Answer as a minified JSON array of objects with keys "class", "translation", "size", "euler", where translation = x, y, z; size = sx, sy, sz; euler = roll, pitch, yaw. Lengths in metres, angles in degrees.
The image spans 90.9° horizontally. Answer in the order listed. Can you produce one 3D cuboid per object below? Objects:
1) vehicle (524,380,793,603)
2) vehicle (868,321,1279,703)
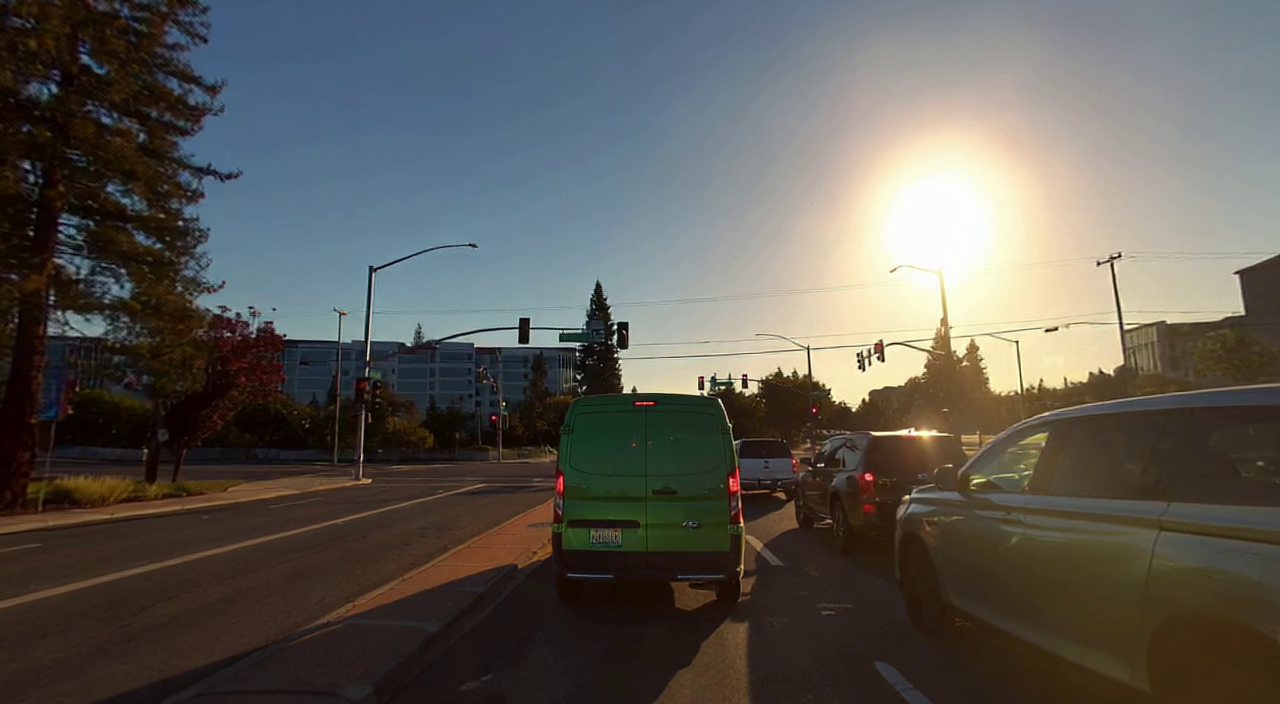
[{"class":"vehicle","translation":[0.168,1.464,7.428],"size":[2.185,1.822,4.391],"euler":[0,-8,1]},{"class":"vehicle","translation":[2.901,0.946,3.180],"size":[1.971,1.663,4.287],"euler":[0,-8,2]}]
